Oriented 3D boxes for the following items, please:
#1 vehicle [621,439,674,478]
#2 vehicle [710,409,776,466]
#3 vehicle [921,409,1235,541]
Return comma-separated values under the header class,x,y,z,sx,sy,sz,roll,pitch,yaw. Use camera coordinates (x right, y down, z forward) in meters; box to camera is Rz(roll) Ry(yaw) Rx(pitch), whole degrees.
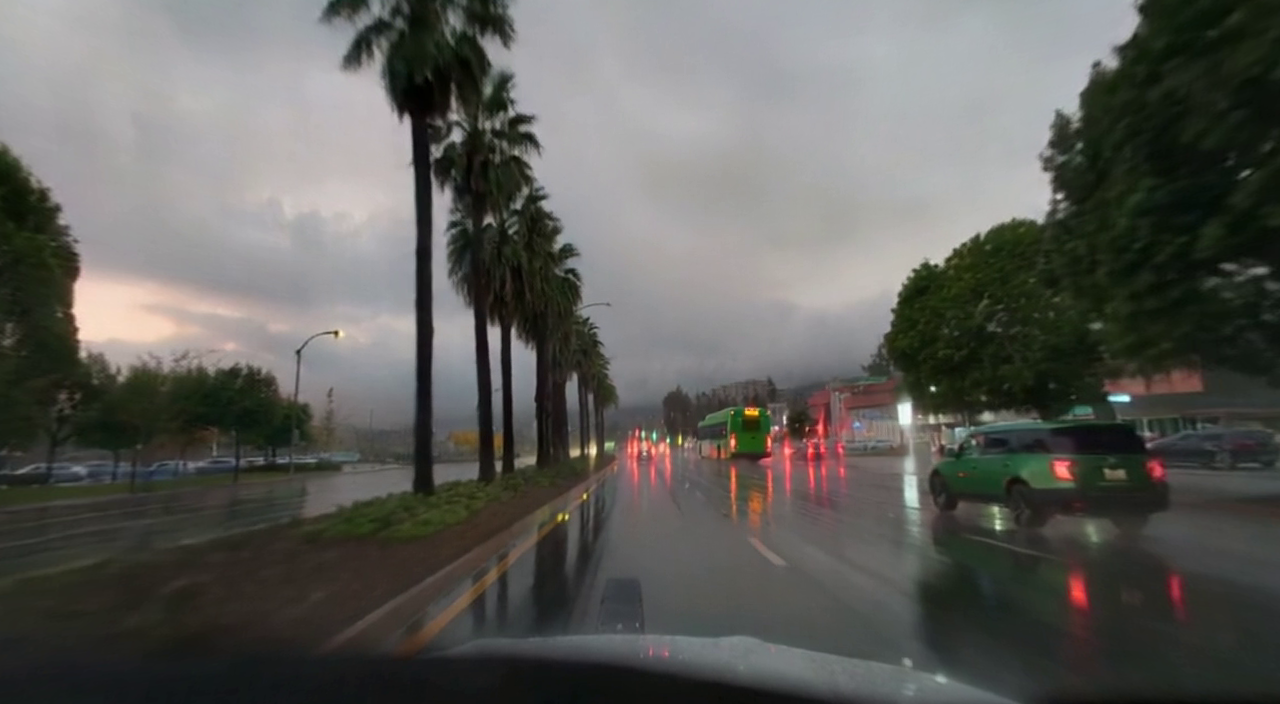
class,x,y,z,sx,sy,sz,roll,pitch,yaw
vehicle,0.261,4.499,26.907,2.065,1.477,4.306,0,-9,-1
vehicle,6.706,5.819,42.581,2.795,3.383,9.287,0,-9,-1
vehicle,6.537,1.891,10.201,2.031,1.670,4.154,0,-9,0
